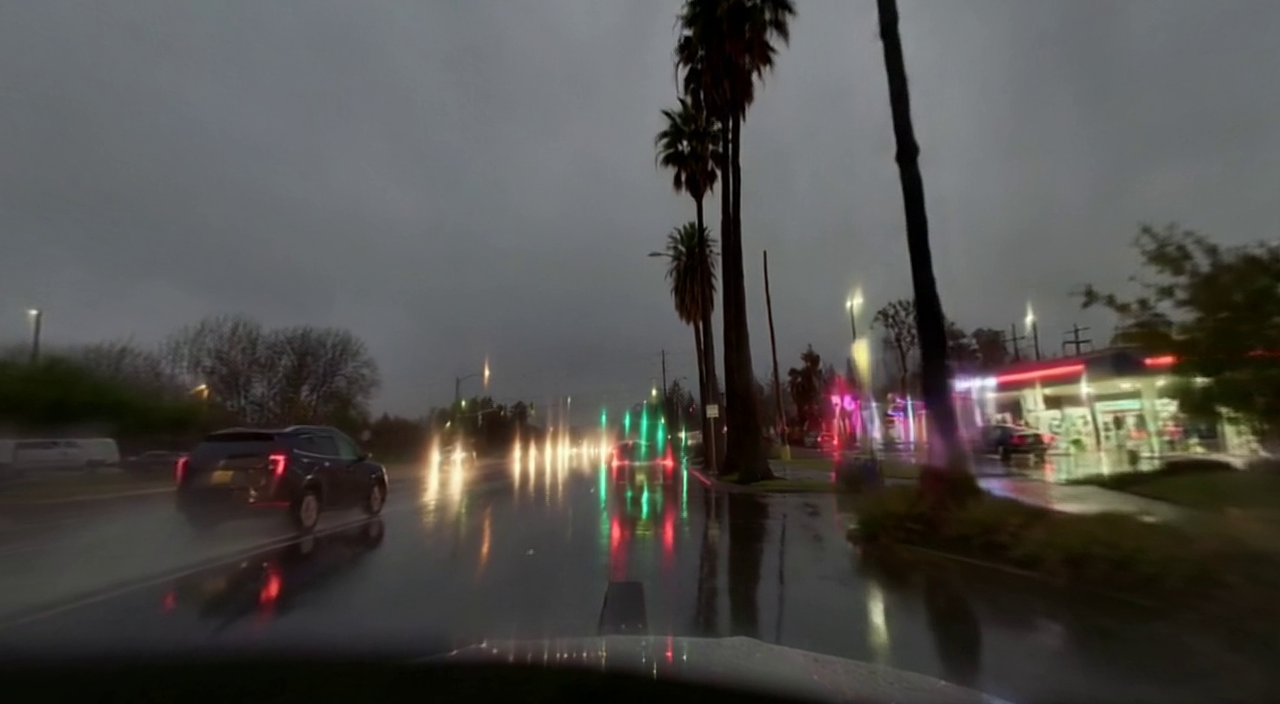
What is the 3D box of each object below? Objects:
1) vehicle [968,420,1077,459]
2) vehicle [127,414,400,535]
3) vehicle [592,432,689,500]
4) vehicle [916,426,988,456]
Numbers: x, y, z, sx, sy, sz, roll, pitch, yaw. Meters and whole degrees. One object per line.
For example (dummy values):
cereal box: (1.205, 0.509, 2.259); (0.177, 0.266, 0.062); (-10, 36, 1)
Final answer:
vehicle: (17.074, 3.976, 28.336); (2.009, 1.630, 4.436); (0, -9, -2)
vehicle: (-6.196, 2.072, 11.165); (2.057, 1.705, 4.394); (0, -9, 1)
vehicle: (0.043, 2.862, 16.124); (2.145, 1.483, 4.453); (0, -9, 1)
vehicle: (16.911, 4.890, 34.286); (1.902, 1.502, 4.395); (0, -9, 3)
